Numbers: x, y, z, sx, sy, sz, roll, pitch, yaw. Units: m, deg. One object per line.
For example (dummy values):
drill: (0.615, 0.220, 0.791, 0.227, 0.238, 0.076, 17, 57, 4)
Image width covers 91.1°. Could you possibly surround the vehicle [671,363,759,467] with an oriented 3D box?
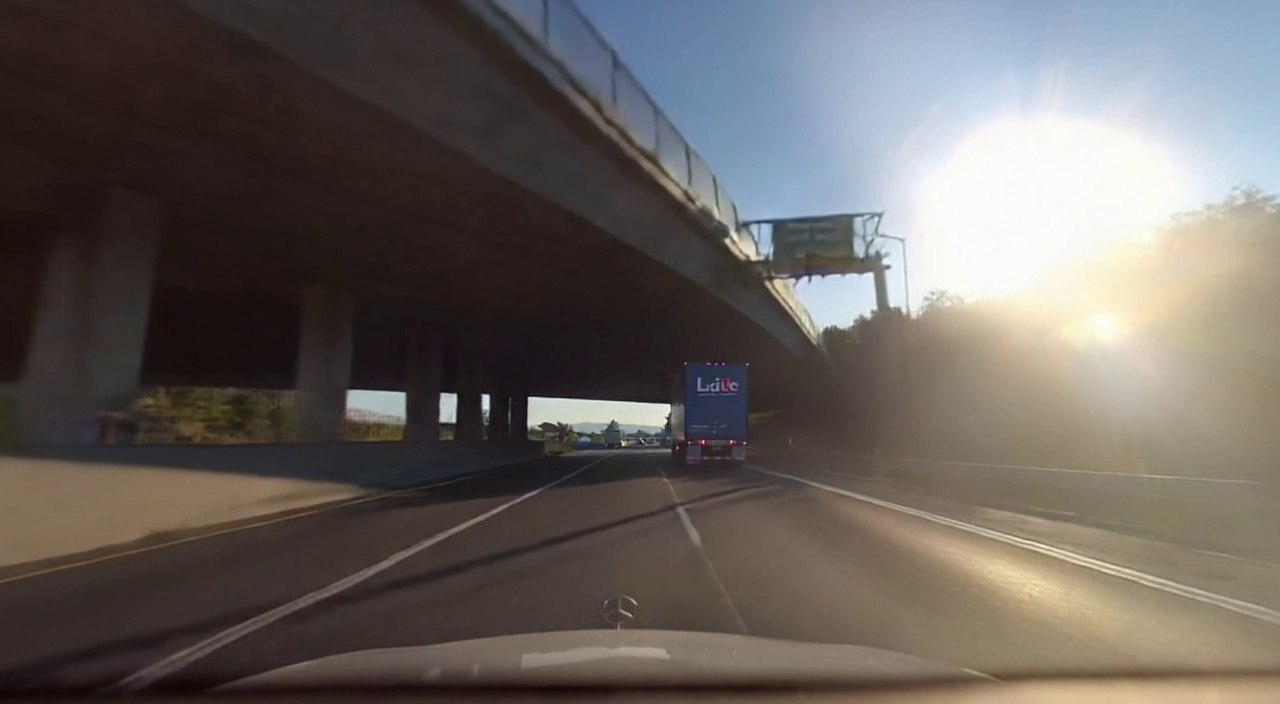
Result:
vehicle: (3.380, 3.550, 32.877, 3.034, 4.194, 14.704, 0, -8, 1)
